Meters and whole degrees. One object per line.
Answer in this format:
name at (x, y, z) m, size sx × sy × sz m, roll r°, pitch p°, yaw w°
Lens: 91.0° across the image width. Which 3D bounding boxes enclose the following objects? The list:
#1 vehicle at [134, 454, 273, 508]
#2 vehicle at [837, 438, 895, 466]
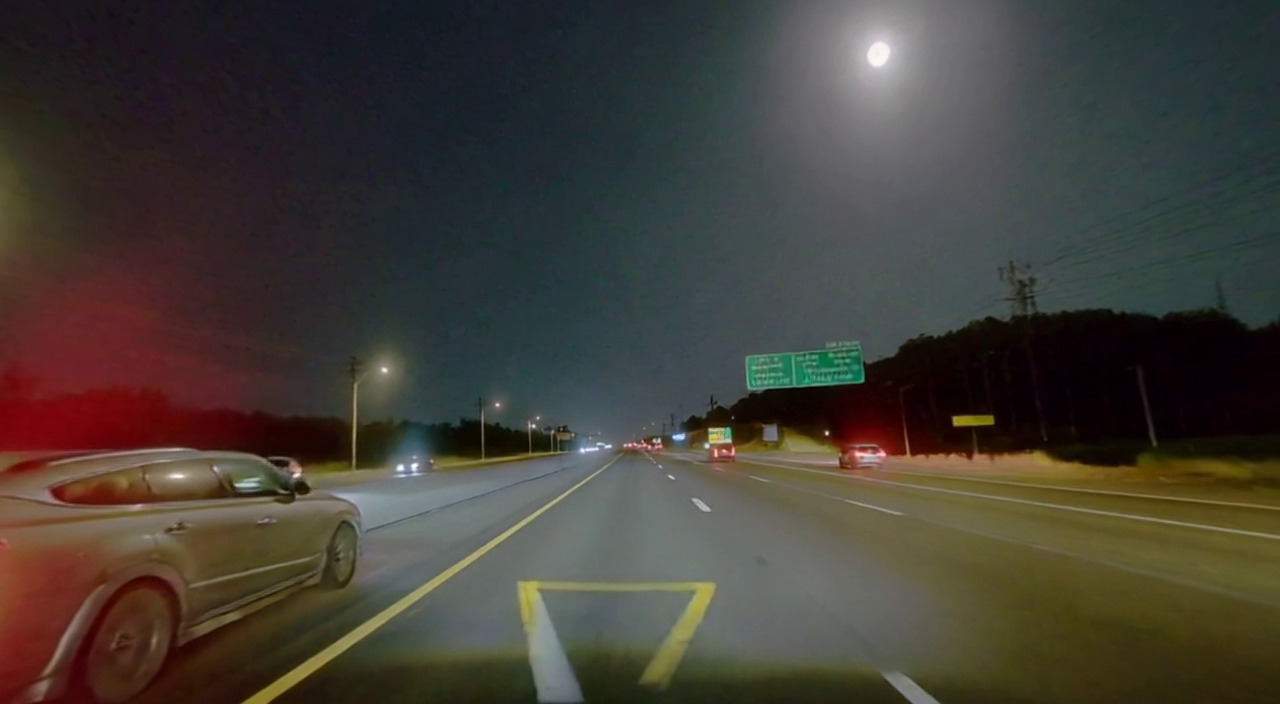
vehicle at (-16.429, 4.834, 24.066) m, size 1.971 × 1.761 × 4.682 m, roll 0°, pitch -9°, yaw -1°
vehicle at (14.631, 6.502, 40.979) m, size 2.079 × 1.688 × 4.544 m, roll 0°, pitch -9°, yaw 0°
